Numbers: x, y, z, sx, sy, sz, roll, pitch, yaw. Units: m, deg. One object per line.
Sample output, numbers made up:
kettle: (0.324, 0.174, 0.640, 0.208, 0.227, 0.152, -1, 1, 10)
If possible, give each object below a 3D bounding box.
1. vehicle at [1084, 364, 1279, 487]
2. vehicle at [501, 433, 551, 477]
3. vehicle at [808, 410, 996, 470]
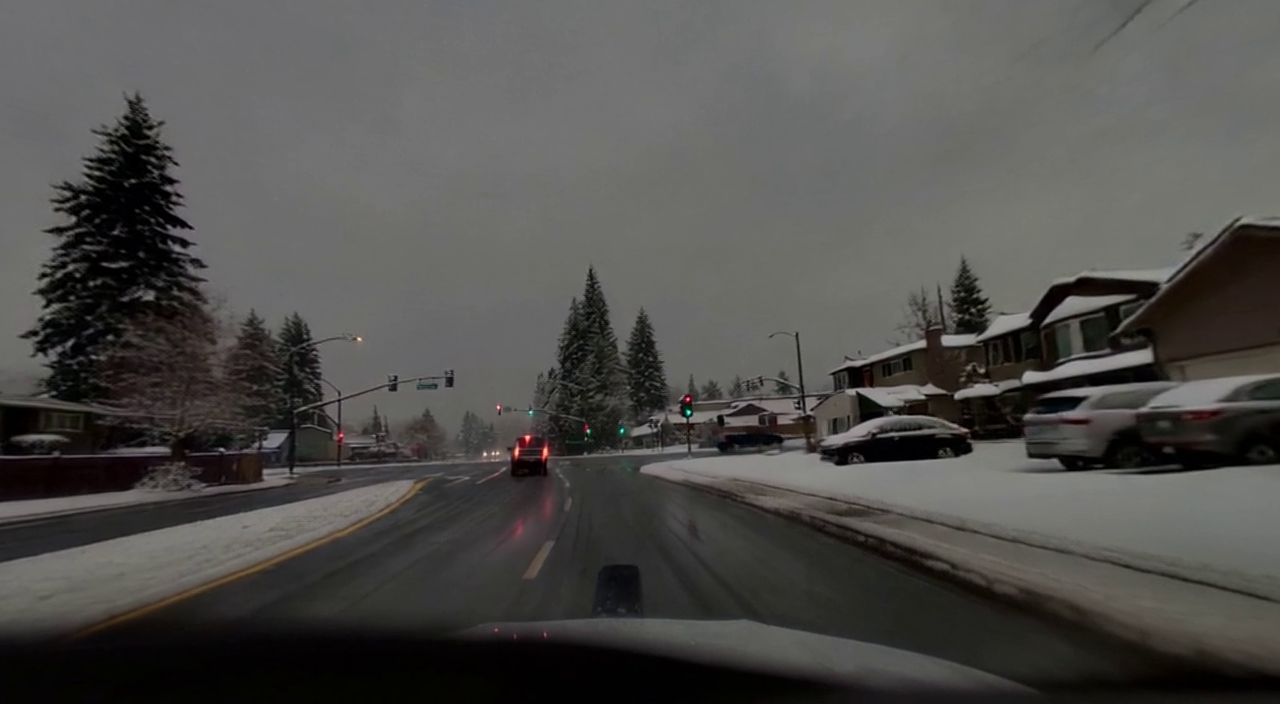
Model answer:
vehicle: (9.405, 1.109, 9.336, 4.231, 1.592, 1.953, 0, -9, -4)
vehicle: (-5.171, 4.726, 29.282, 2.041, 1.834, 4.679, 1, -9, -8)
vehicle: (7.605, 2.598, 18.616, 4.663, 1.618, 1.962, 1, -9, -7)
